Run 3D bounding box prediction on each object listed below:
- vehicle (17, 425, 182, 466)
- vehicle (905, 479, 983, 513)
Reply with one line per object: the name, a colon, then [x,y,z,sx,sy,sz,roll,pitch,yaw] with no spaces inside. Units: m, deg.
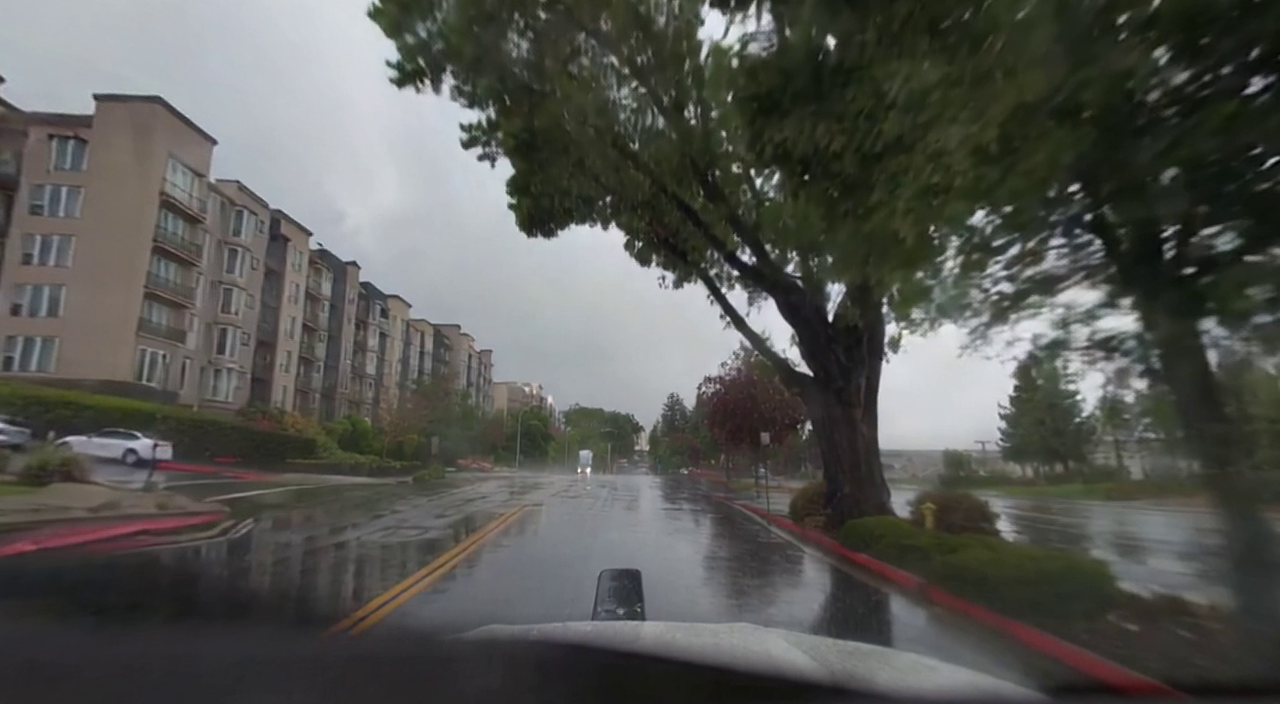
vehicle: [-19.793,3.440,23.269,4.322,1.436,1.827,0,-8,0]
vehicle: [19.888,9.402,41.615,2.322,1.818,4.871,1,-8,-5]
